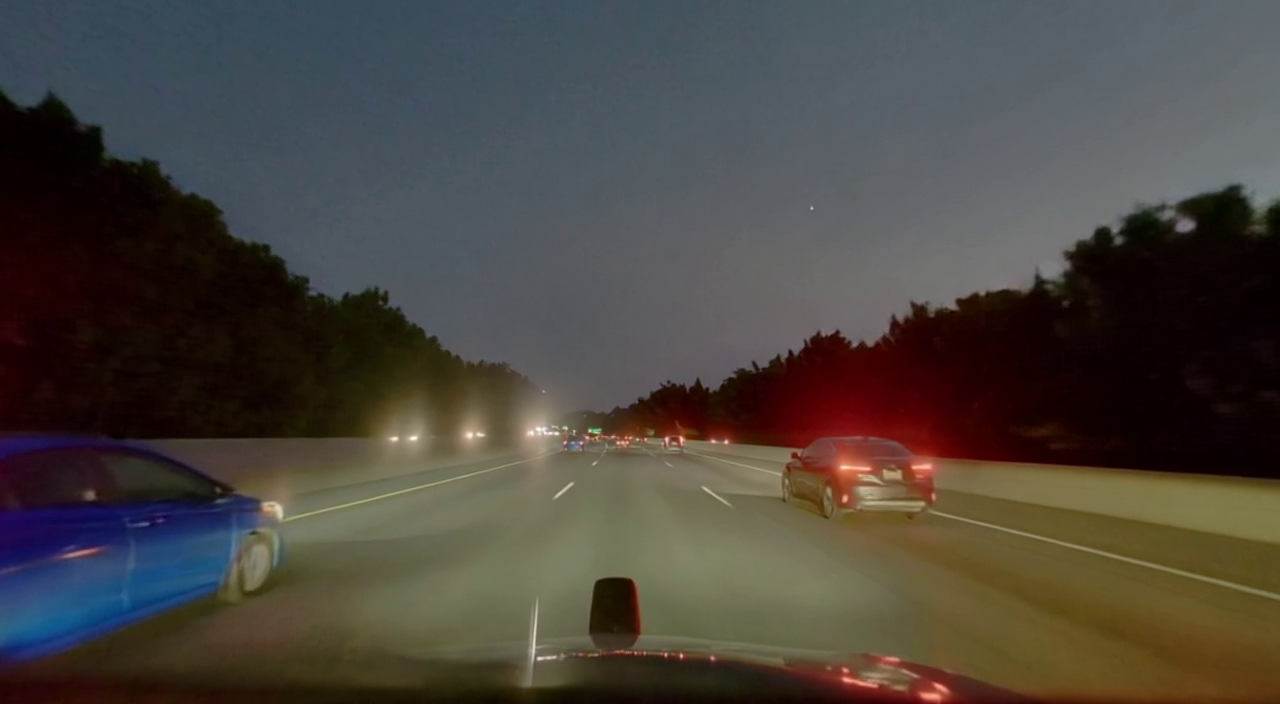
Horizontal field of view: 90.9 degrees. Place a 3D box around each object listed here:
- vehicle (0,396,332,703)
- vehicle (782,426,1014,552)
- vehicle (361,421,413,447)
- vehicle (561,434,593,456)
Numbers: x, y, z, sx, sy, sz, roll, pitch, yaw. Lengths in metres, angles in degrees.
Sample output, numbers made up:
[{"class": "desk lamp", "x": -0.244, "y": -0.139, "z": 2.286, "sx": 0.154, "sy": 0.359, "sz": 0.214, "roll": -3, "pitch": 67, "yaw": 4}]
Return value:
[{"class": "vehicle", "x": -3.948, "y": 1.056, "z": 3.497, "sx": 2.032, "sy": 1.535, "sz": 4.889, "roll": 0, "pitch": -8, "yaw": 0}, {"class": "vehicle", "x": 3.640, "y": 1.954, "z": 9.771, "sx": 1.883, "sy": 1.536, "sz": 3.792, "roll": 0, "pitch": -8, "yaw": -2}, {"class": "vehicle", "x": -14.195, "y": 4.635, "z": 35.530, "sx": 1.587, "sy": 1.408, "sz": 3.375, "roll": 0, "pitch": -8, "yaw": -1}, {"class": "vehicle", "x": -4.518, "y": 6.708, "z": 45.617, "sx": 1.941, "sy": 1.529, "sz": 4.111, "roll": 0, "pitch": -8, "yaw": -1}]
